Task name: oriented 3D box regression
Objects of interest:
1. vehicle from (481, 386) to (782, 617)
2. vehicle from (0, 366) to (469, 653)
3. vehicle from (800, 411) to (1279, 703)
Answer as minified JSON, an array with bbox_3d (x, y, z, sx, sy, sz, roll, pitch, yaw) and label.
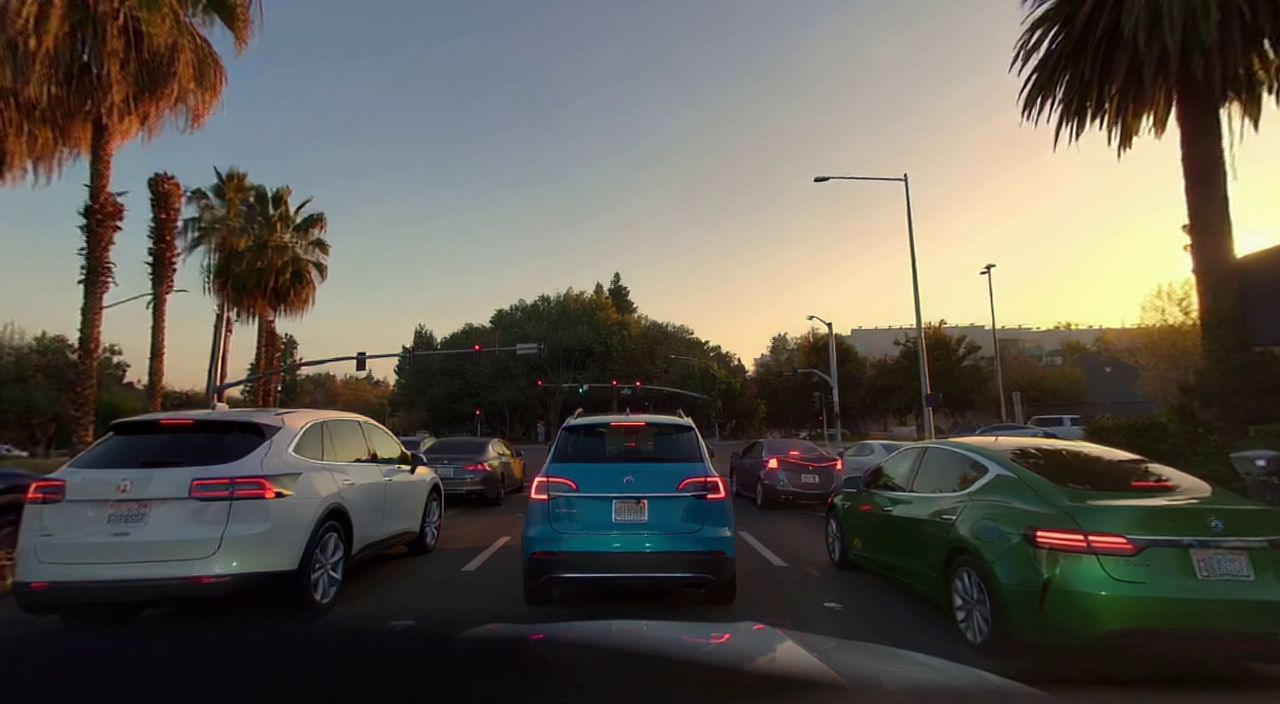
[{"bbox_3d":[-0.114,1.457,7.057,2.280,1.747,4.361,0,-8,-1],"label":"vehicle"},{"bbox_3d":[-3.335,1.282,6.128,2.014,1.755,4.360,0,-8,1],"label":"vehicle"},{"bbox_3d":[2.974,1.367,5.244,2.017,1.491,4.611,0,-8,-1],"label":"vehicle"}]
